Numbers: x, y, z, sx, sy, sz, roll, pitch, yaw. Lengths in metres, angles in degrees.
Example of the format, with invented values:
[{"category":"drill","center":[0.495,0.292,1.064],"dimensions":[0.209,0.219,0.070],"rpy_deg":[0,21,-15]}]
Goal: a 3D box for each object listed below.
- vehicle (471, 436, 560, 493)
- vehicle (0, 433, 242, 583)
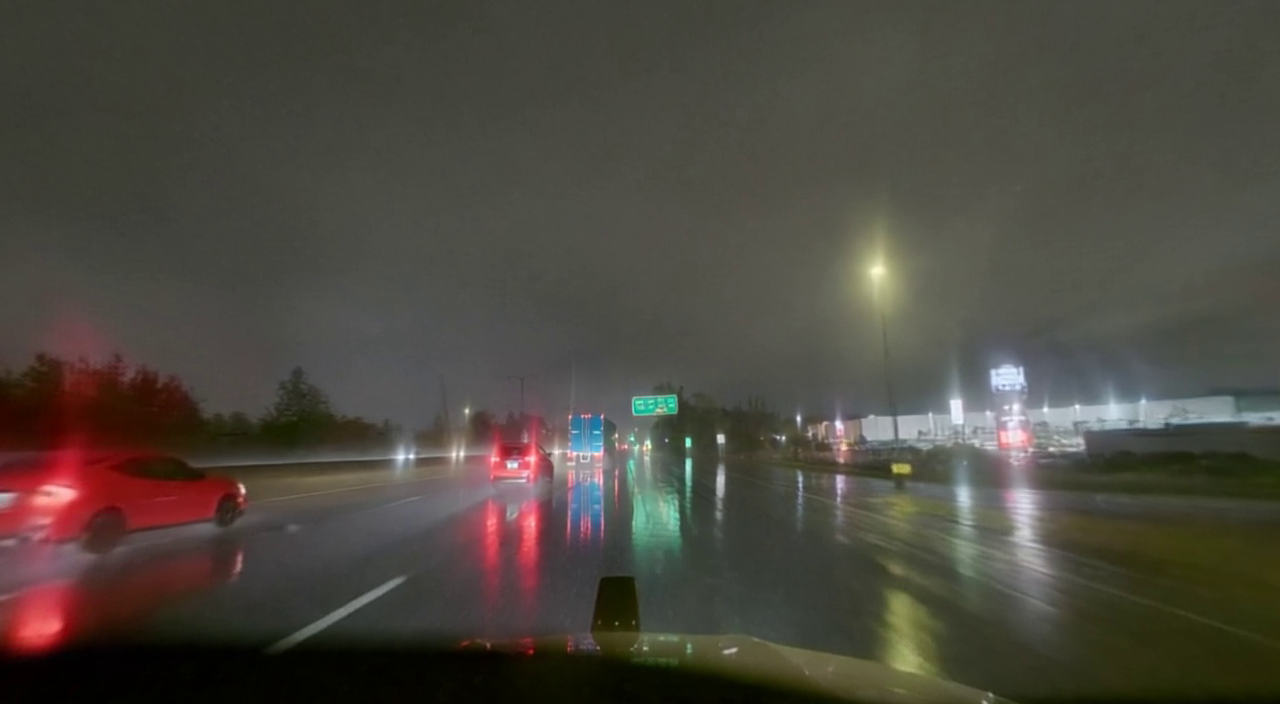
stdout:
[{"category":"vehicle","center":[-3.932,3.618,20.641],"dimensions":[2.033,1.669,4.112],"rpy_deg":[0,-9,0]},{"category":"vehicle","center":[-7.420,1.799,7.857],"dimensions":[2.026,1.477,4.467],"rpy_deg":[0,-9,0]}]
